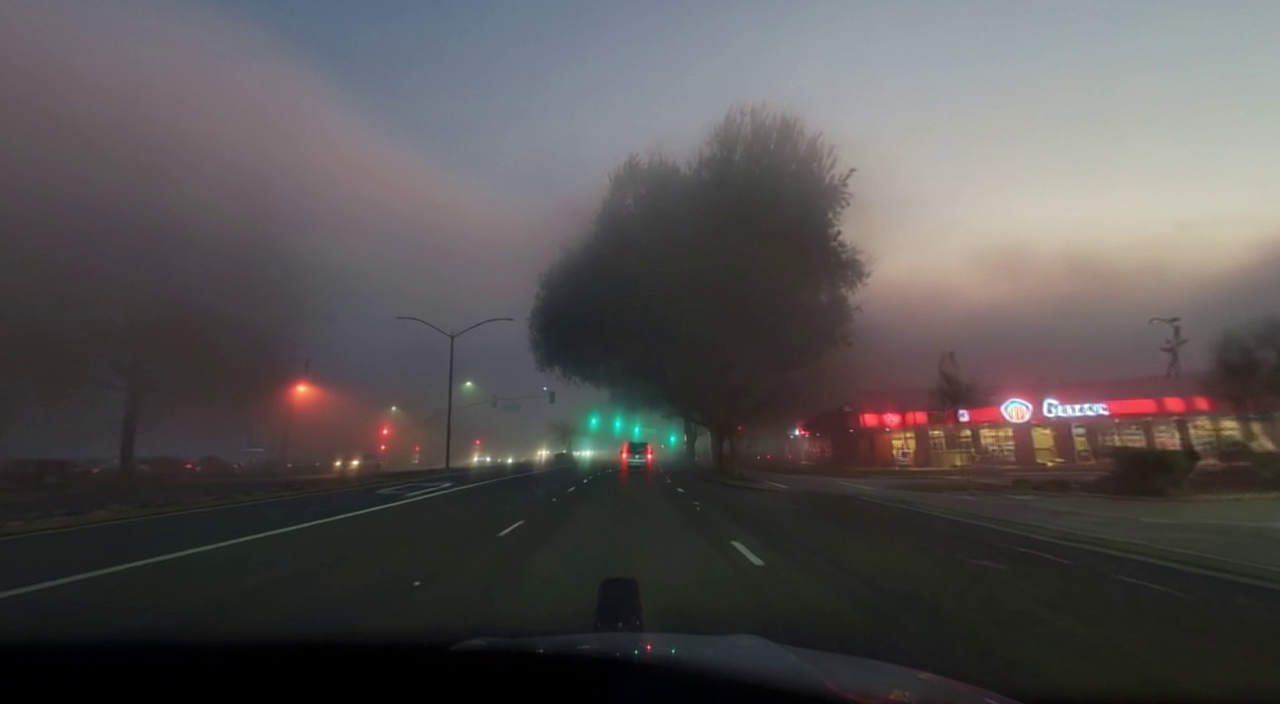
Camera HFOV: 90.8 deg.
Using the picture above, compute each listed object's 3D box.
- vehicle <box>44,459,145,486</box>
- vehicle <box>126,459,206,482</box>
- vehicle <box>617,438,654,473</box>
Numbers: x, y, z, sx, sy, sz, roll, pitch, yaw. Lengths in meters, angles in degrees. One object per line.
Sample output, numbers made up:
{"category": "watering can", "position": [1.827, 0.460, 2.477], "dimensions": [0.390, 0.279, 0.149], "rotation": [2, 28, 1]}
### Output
{"category": "vehicle", "position": [-32.174, 7.088, 37.369], "dimensions": [4.063, 1.479, 1.939], "rotation": [0, -9, -2]}
{"category": "vehicle", "position": [-32.157, 8.044, 42.924], "dimensions": [3.791, 1.473, 1.942], "rotation": [0, -9, -3]}
{"category": "vehicle", "position": [-0.224, 6.150, 37.807], "dimensions": [2.096, 1.961, 4.259], "rotation": [0, -9, 0]}
